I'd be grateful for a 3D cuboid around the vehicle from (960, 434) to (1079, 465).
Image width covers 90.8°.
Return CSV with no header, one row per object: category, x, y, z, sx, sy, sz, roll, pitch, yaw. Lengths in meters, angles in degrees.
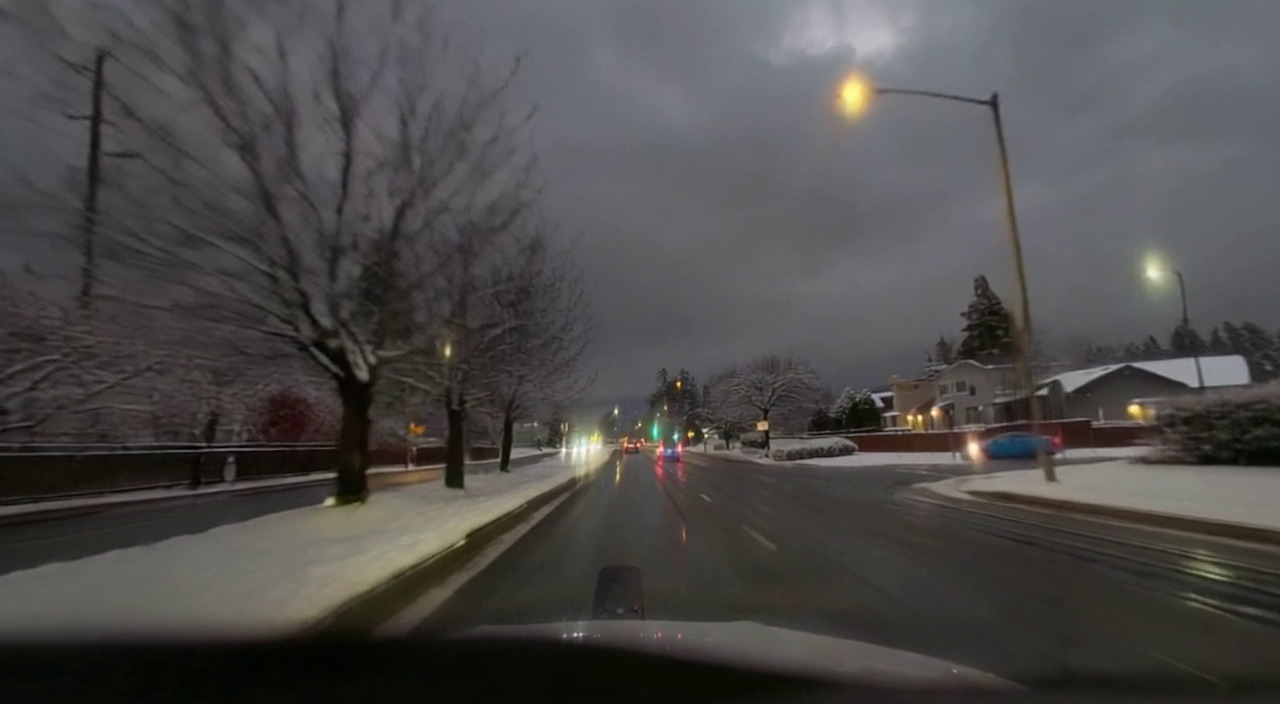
vehicle,18.827,4.854,31.477,4.536,1.453,2.128,0,-8,-1
